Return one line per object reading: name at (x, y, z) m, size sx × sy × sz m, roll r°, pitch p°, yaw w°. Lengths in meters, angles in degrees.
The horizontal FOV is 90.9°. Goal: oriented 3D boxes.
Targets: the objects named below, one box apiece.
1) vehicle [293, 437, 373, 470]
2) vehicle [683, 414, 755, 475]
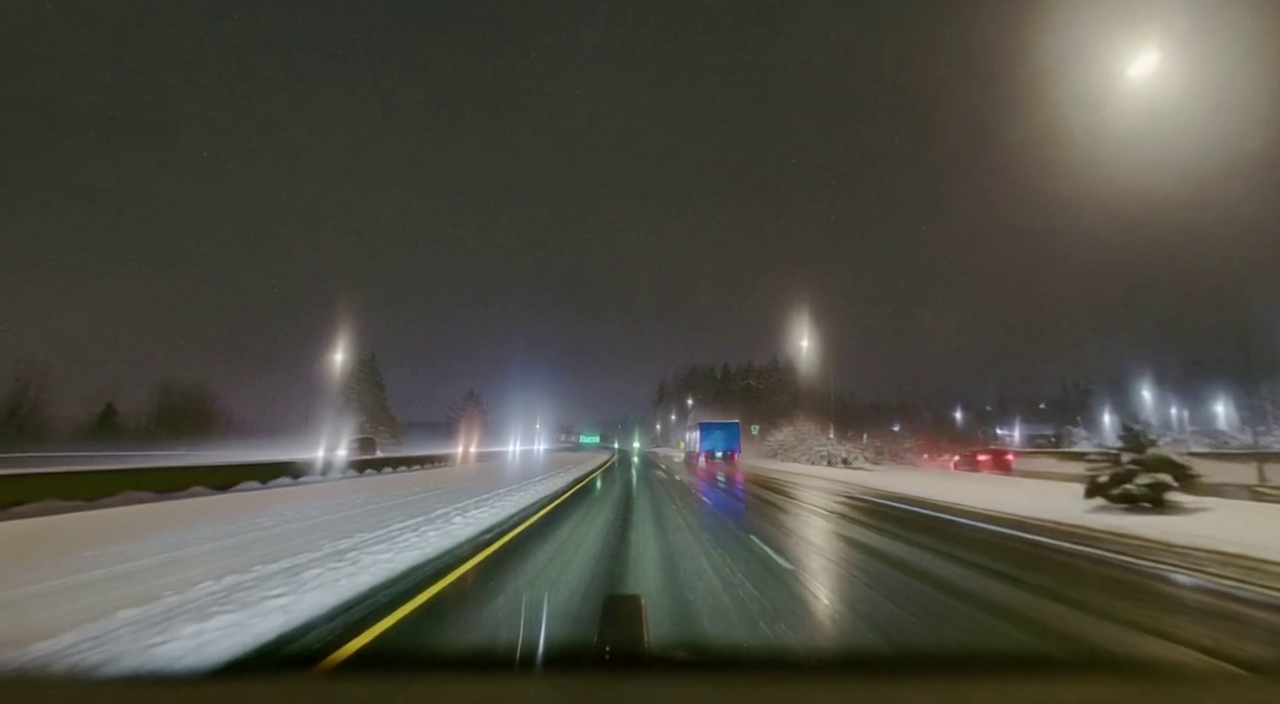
vehicle at (-17.573, 5.825, 36.456) m, size 2.038 × 1.756 × 5.218 m, roll 0°, pitch -8°, yaw 0°
vehicle at (3.462, 4.267, 29.025) m, size 2.430 × 2.495 × 6.062 m, roll 0°, pitch -8°, yaw -1°
